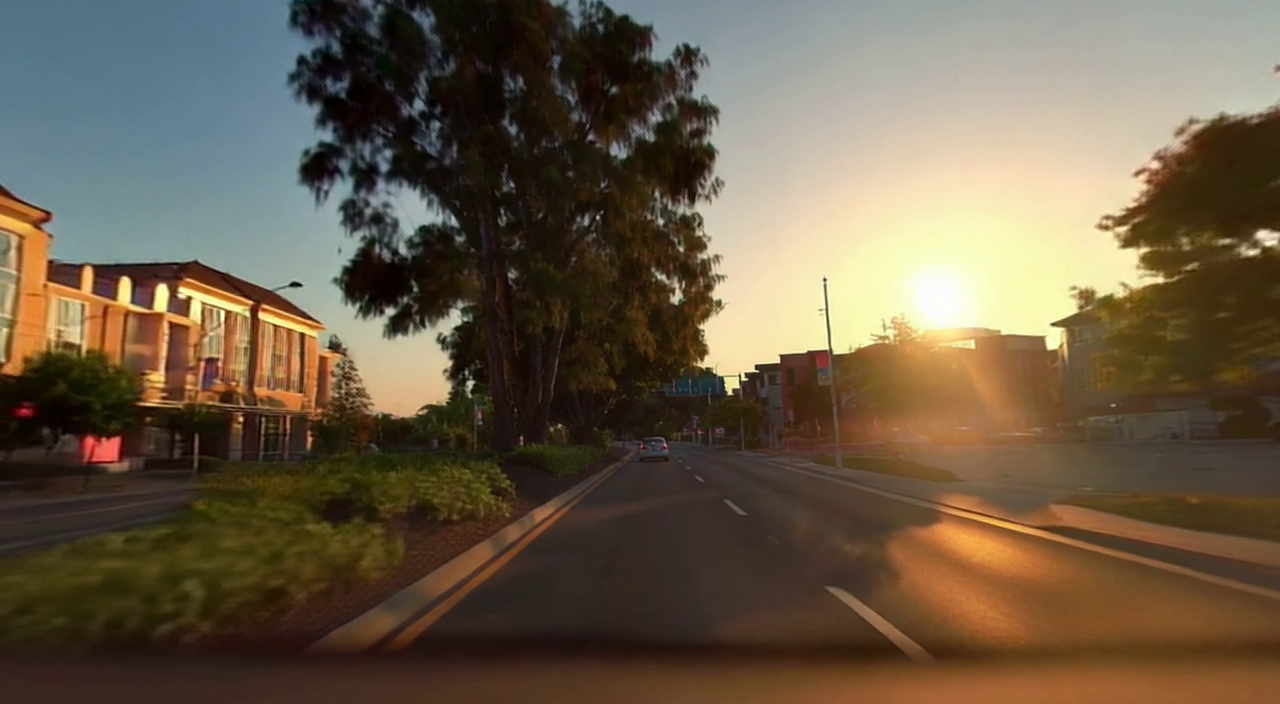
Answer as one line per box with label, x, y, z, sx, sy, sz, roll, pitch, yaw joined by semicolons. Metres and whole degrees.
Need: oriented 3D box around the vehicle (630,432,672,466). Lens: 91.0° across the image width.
vehicle;0.687;5.502;35.858;2.235;1.719;4.292;1;-8;2
